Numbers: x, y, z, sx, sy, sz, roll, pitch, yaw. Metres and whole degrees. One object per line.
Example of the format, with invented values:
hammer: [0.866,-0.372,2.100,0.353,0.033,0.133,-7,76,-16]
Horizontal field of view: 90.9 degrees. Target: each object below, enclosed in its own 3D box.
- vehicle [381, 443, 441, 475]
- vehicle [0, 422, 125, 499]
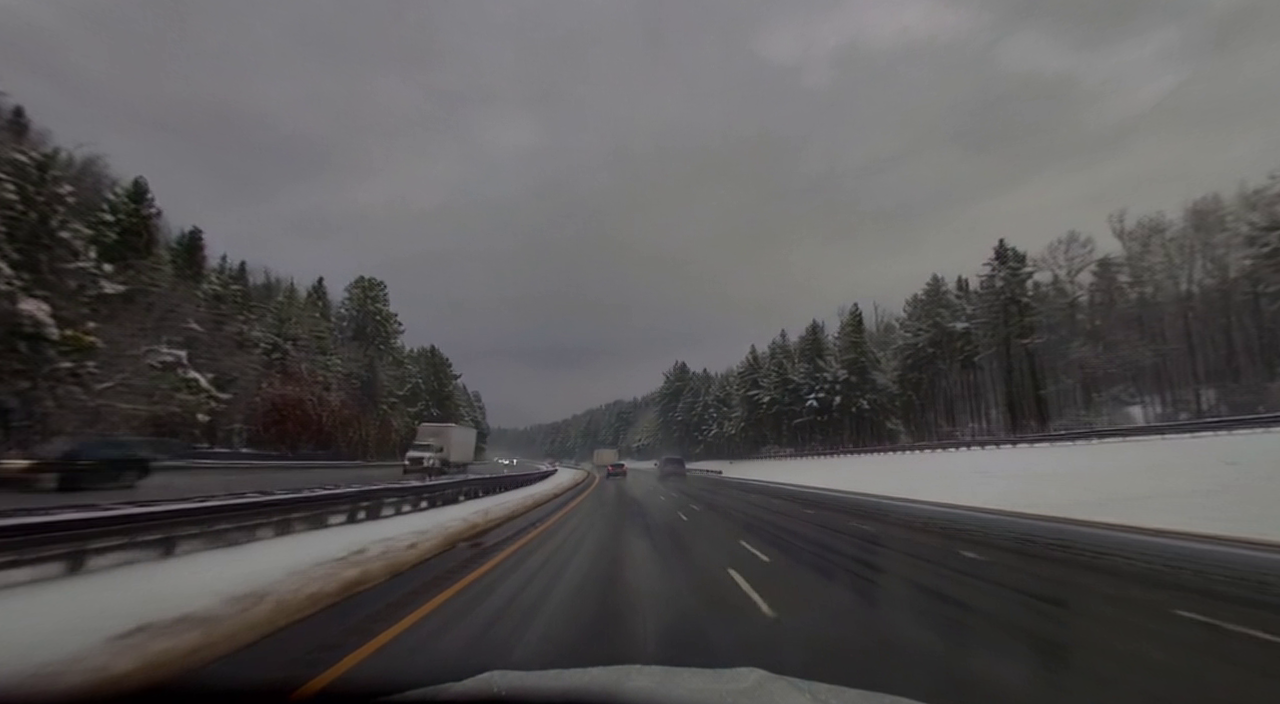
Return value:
vehicle: [-15.037,7.113,41.718,2.240,1.991,5.012,1,-10,-2]
vehicle: [-14.026,2.402,13.939,1.986,1.548,3.812,1,-10,-1]
